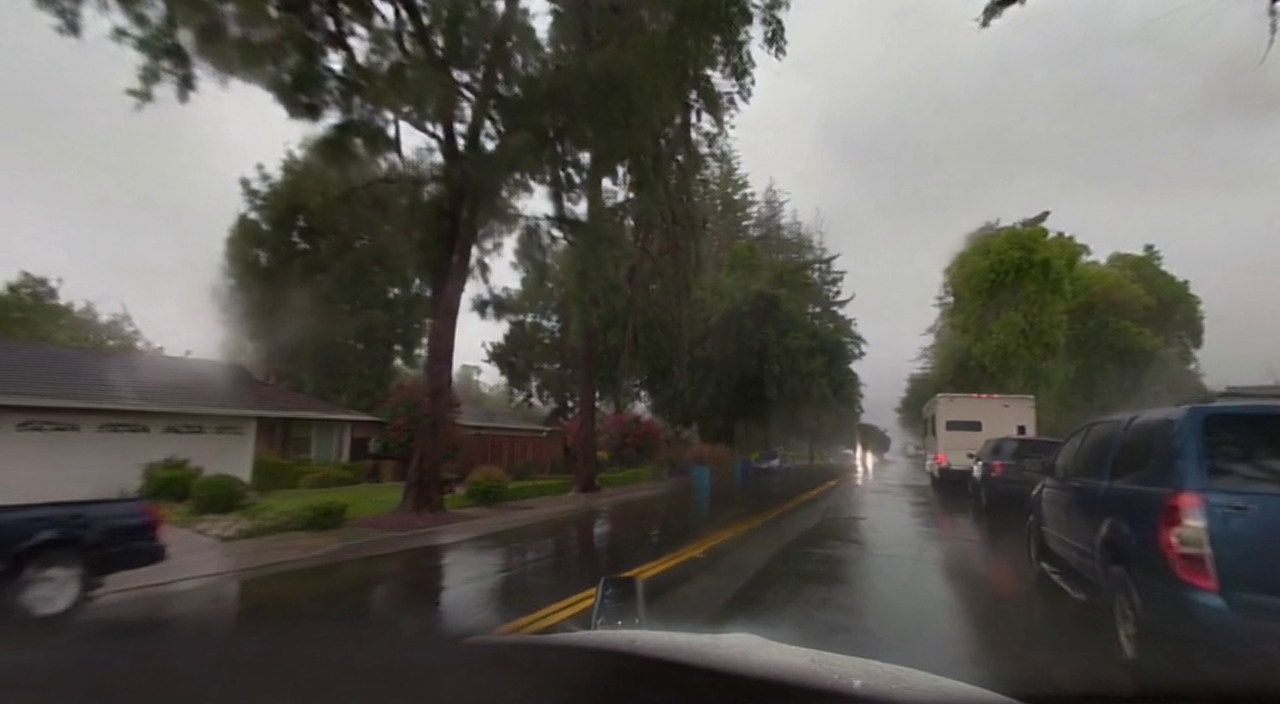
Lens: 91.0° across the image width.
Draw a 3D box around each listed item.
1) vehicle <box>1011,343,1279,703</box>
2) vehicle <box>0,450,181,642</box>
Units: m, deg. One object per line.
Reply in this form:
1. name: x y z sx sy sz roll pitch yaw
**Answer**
1. vehicle: 4.504 1.140 4.790 2.182 1.785 5.726 -2 -7 24
2. vehicle: -6.370 1.487 4.467 1.816 1.489 4.653 -3 -9 23
